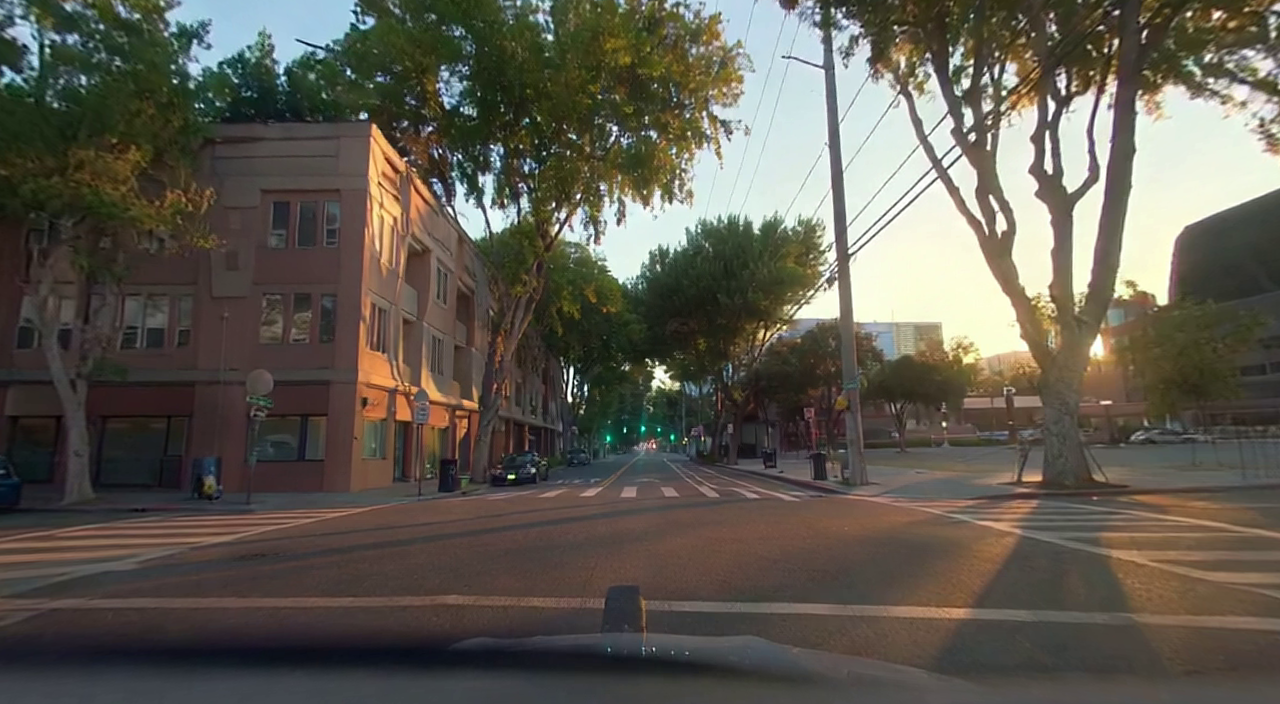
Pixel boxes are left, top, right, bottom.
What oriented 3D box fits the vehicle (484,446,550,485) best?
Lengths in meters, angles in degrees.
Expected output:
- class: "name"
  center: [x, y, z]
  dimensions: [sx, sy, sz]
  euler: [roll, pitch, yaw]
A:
- class: "vehicle"
  center: [-5.762, 5.358, 30.167]
  dimensions: [2.223, 1.658, 4.621]
  euler: [0, -8, 0]
